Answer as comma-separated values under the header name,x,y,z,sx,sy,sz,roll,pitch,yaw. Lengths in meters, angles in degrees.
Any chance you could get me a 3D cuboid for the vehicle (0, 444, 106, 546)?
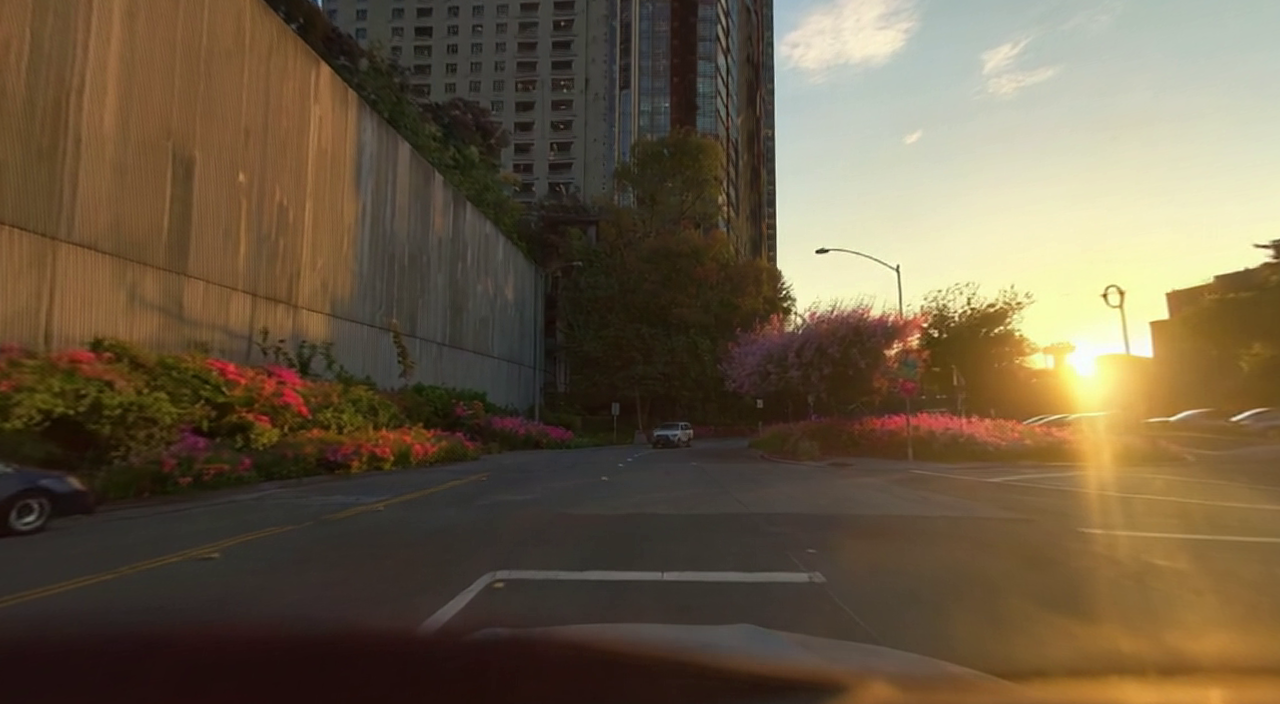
name,x,y,z,sx,sy,sz,roll,pitch,yaw
vehicle,-11.105,2.073,9.204,4.694,1.447,2.137,5,-10,-31
